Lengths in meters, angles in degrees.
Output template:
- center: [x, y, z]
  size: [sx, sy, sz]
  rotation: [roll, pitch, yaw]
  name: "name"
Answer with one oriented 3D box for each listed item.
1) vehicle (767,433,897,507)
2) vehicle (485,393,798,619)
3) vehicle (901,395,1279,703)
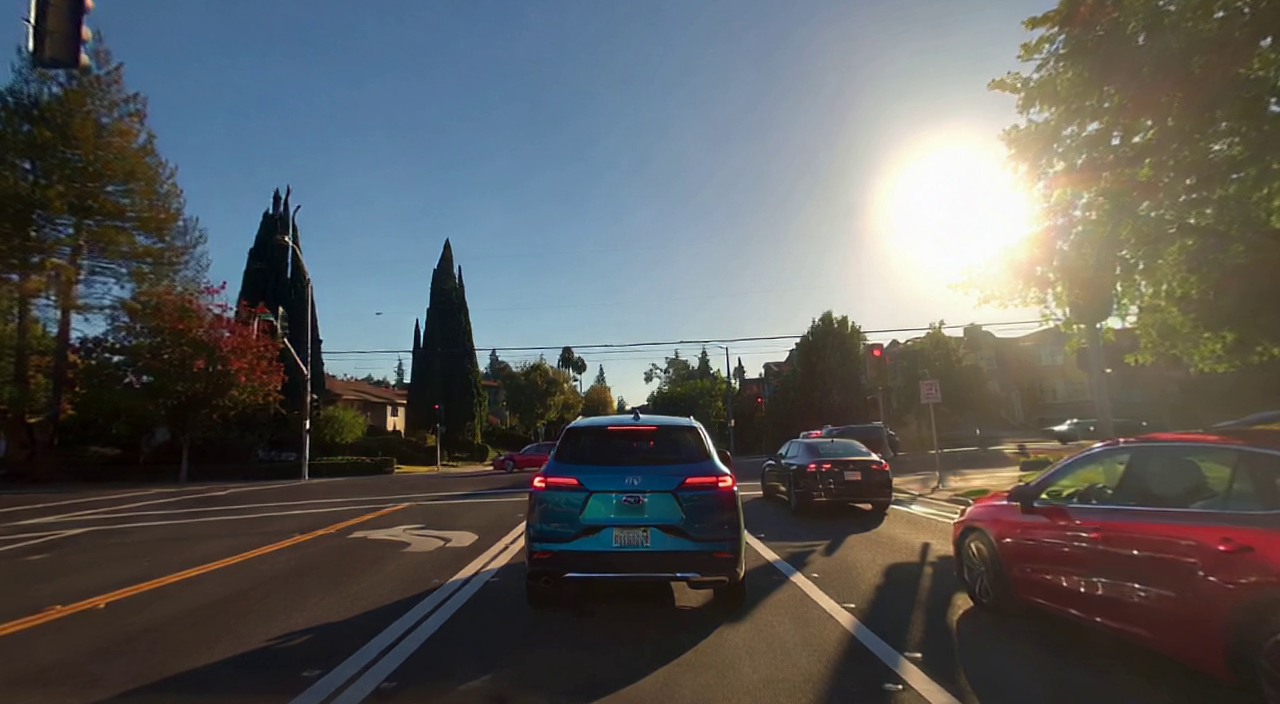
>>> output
- center: [4.407, 2.757, 15.192]
  size: [1.934, 1.506, 4.282]
  rotation: [-1, -8, 2]
  name: "vehicle"
- center: [0.045, 1.469, 6.947]
  size: [2.322, 1.667, 4.367]
  rotation: [0, -8, 1]
  name: "vehicle"
- center: [3.654, 1.157, 4.000]
  size: [2.077, 1.527, 4.755]
  rotation: [0, -8, 2]
  name: "vehicle"
